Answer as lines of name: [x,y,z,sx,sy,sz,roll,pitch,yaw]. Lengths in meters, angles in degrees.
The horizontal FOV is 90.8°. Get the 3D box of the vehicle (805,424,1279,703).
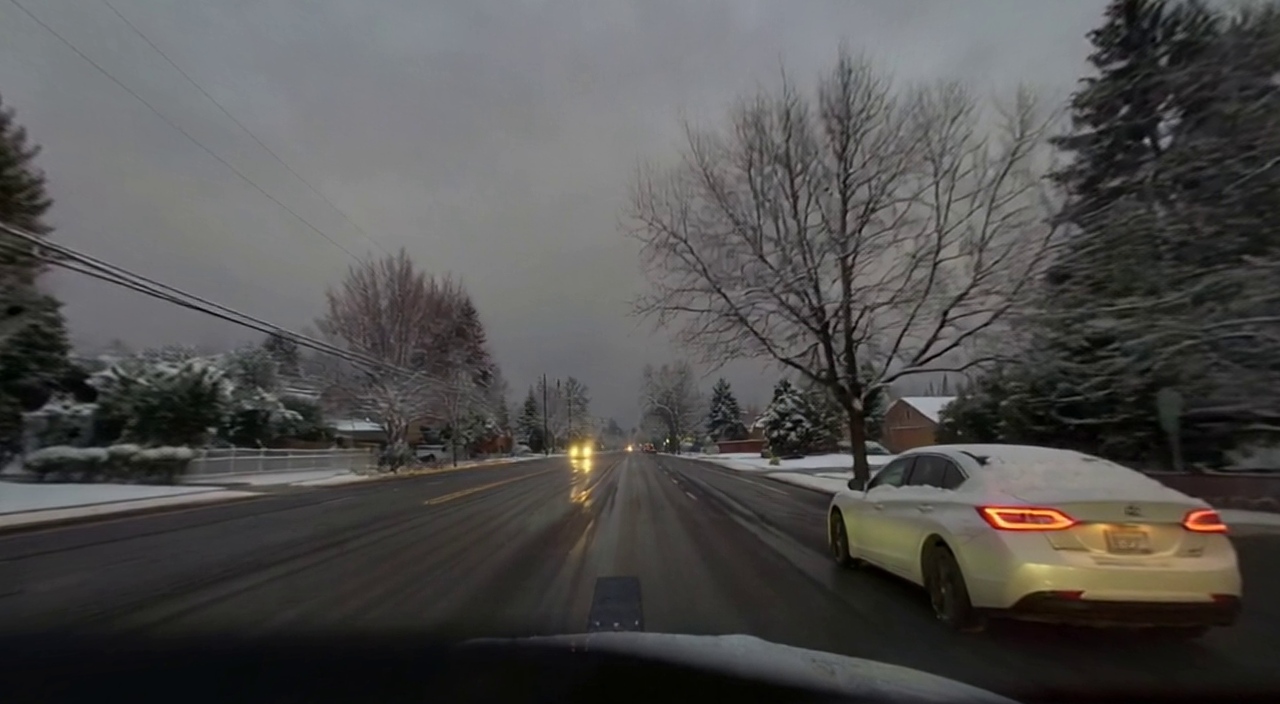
vehicle: [3.094,1.471,5.590,2.057,1.493,4.225,0,-9,-1]
